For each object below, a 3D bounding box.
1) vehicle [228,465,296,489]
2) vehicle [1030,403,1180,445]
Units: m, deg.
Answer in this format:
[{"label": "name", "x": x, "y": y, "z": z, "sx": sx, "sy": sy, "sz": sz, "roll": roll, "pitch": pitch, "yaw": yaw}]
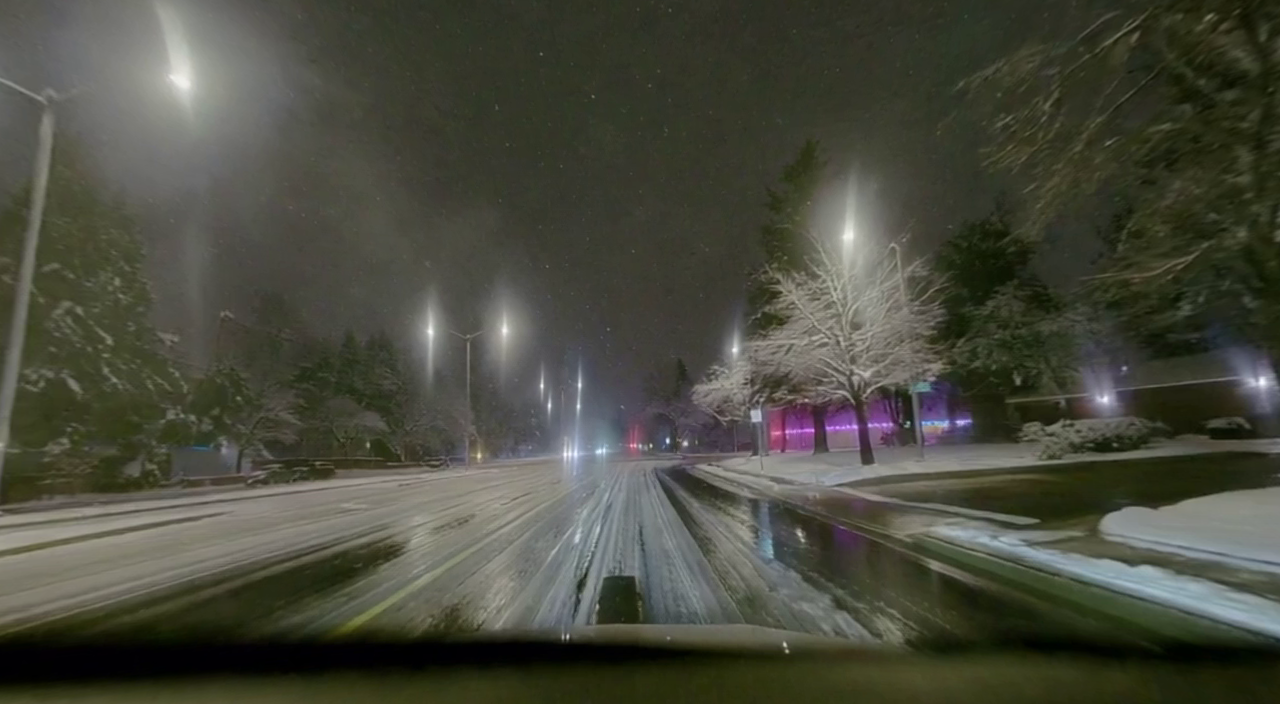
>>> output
[{"label": "vehicle", "x": -26.850, "y": 8.861, "z": 45.064, "sx": 1.916, "sy": 1.456, "sz": 4.597, "roll": 0, "pitch": -8, "yaw": 1}, {"label": "vehicle", "x": 24.083, "y": 3.794, "z": 32.860, "sx": 6.146, "sy": 2.098, "sz": 2.167, "roll": 0, "pitch": -8, "yaw": -4}]
